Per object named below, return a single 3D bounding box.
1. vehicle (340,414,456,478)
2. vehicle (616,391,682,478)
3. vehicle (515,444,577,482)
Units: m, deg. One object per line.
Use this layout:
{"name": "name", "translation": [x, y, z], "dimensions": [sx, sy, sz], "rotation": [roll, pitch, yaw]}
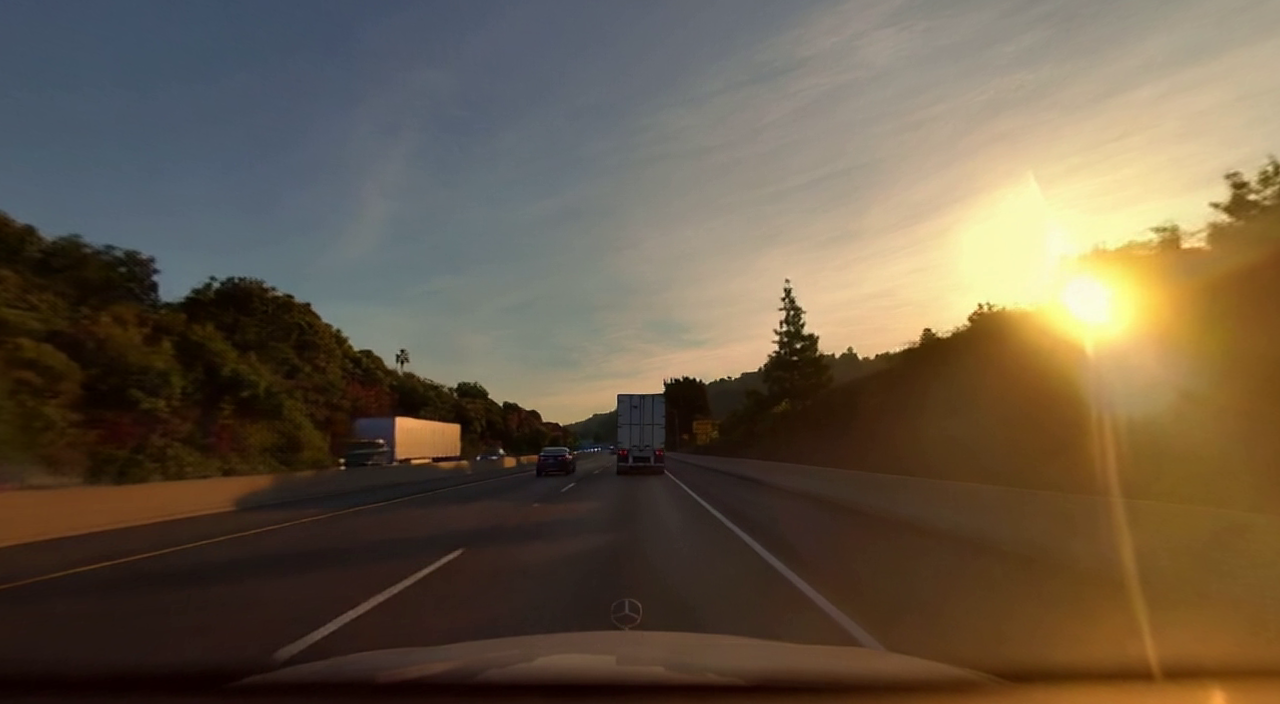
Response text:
{"name": "vehicle", "translation": [-18.125, 7.413, 49.261], "dimensions": [2.912, 4.071, 16.625], "rotation": [0, -9, -1]}
{"name": "vehicle", "translation": [0.316, 4.421, 32.879], "dimensions": [2.959, 3.828, 9.617], "rotation": [0, -9, -1]}
{"name": "vehicle", "translation": [-4.129, 4.974, 28.555], "dimensions": [2.074, 1.546, 4.946], "rotation": [0, -9, 0]}
